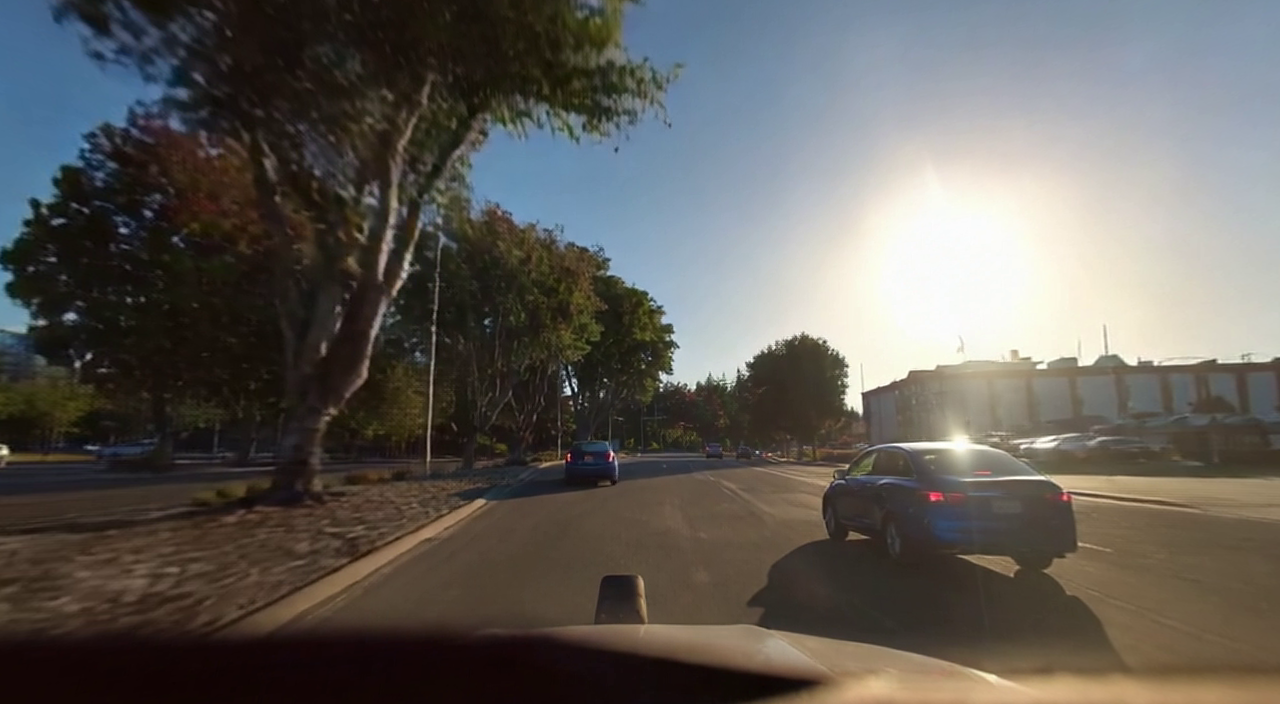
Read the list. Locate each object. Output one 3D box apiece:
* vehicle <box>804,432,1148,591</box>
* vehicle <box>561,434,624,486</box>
[{"bbox_3d":[3.627,1.774,7.968,1.918,1.418,4.360,0,-8,0],"label":"vehicle"},{"bbox_3d":[-1.744,3.921,23.210,2.085,1.693,4.301,0,-8,-4],"label":"vehicle"}]
